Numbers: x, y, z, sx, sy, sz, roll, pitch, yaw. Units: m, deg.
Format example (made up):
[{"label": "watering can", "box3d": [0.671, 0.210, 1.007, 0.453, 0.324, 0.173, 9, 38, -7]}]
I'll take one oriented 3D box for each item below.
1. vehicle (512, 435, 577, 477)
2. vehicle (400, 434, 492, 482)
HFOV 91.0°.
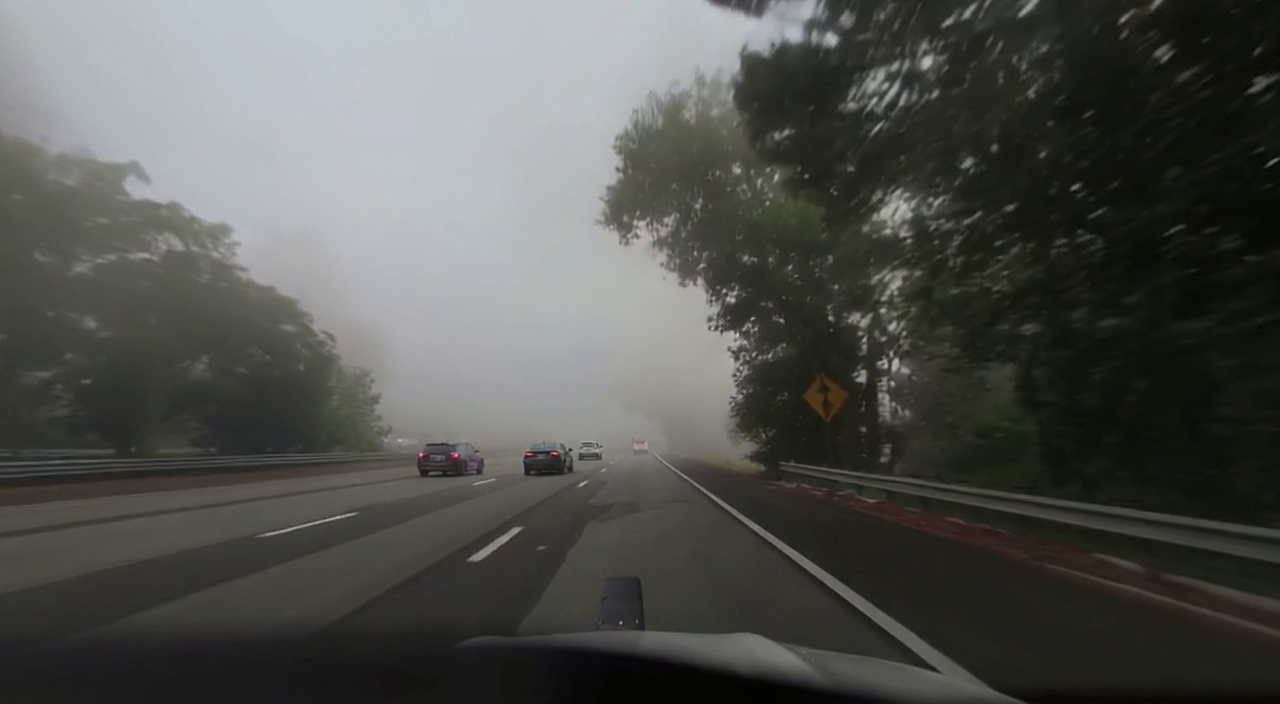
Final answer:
[{"label": "vehicle", "box3d": [-4.063, 4.536, 27.549, 2.035, 1.673, 4.469, 0, -9, 1]}, {"label": "vehicle", "box3d": [-7.483, 4.129, 24.802, 2.108, 1.686, 4.556, 0, -9, 1]}]
